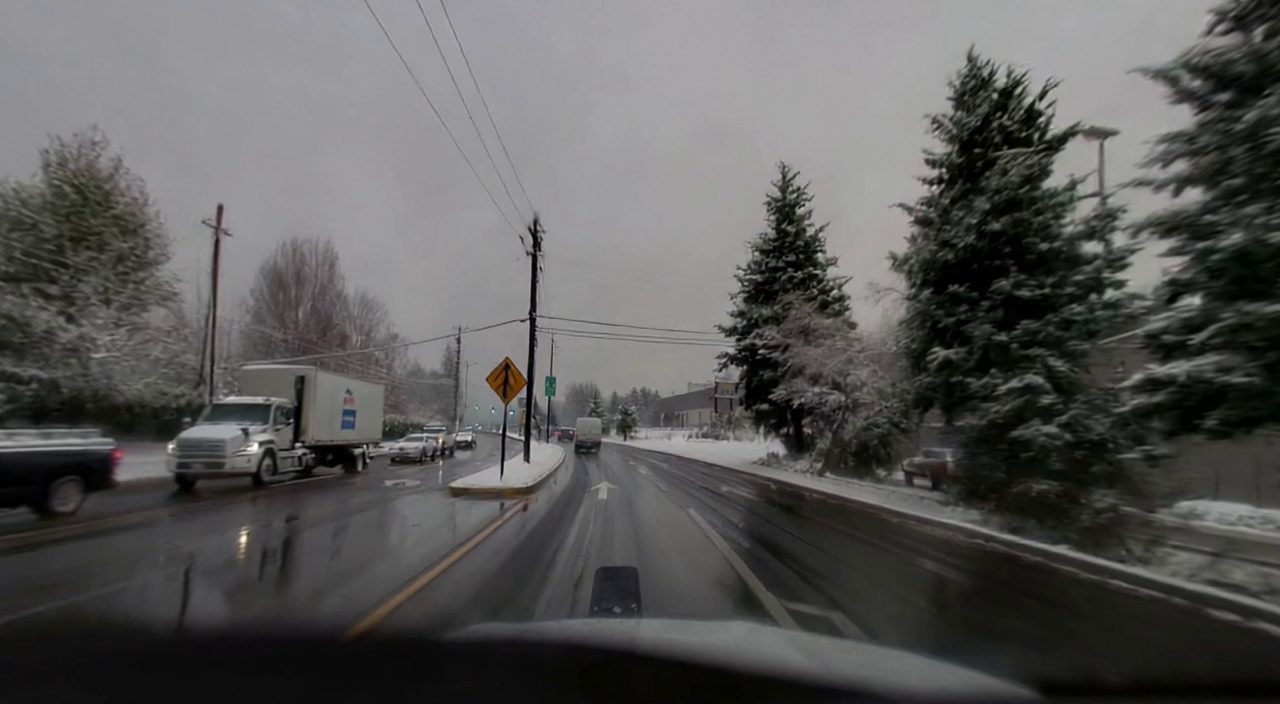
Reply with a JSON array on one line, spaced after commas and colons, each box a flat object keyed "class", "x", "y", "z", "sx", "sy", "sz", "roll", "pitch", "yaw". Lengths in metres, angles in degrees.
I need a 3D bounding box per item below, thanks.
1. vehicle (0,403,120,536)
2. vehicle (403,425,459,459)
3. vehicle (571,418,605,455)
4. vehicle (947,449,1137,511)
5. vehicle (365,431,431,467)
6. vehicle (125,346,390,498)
[{"class": "vehicle", "x": -9.874, "y": 1.540, "z": 8.105, "sx": 2.257, "sy": 1.797, "sz": 4.887, "roll": 0, "pitch": -8, "yaw": -1}, {"class": "vehicle", "x": -12.681, "y": 5.504, "z": 38.624, "sx": 2.198, "sy": 1.916, "sz": 5.296, "roll": 1, "pitch": -8, "yaw": -7}, {"class": "vehicle", "x": -4.160, "y": 6.706, "z": 49.957, "sx": 2.276, "sy": 2.706, "sz": 5.232, "roll": 1, "pitch": -8, "yaw": -8}, {"class": "vehicle", "x": 11.961, "y": 3.814, "z": 19.012, "sx": 4.495, "sy": 1.476, "sz": 1.773, "roll": 2, "pitch": -8, "yaw": 5}, {"class": "vehicle", "x": -11.785, "y": 4.748, "z": 30.991, "sx": 1.926, "sy": 1.610, "sz": 4.079, "roll": 1, "pitch": -8, "yaw": -5}, {"class": "vehicle", "x": -10.900, "y": 2.295, "z": 19.725, "sx": 3.012, "sy": 3.547, "sz": 9.604, "roll": 1, "pitch": -8, "yaw": -5}]
